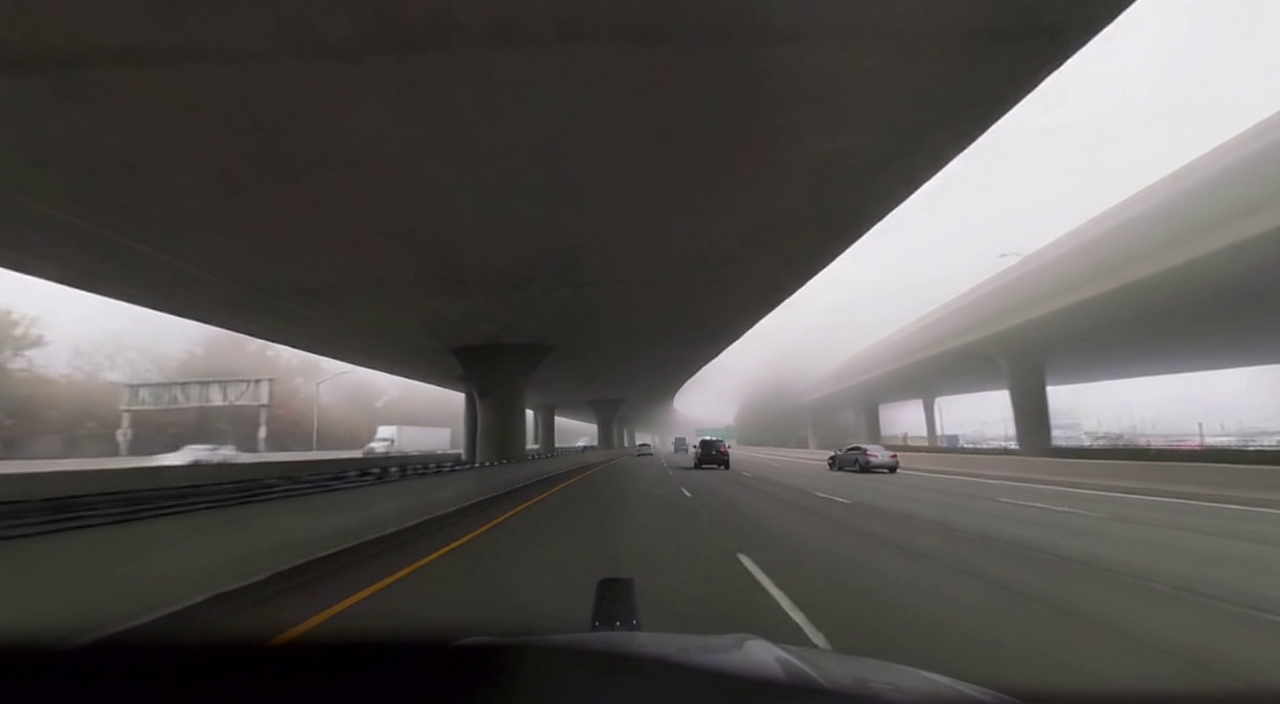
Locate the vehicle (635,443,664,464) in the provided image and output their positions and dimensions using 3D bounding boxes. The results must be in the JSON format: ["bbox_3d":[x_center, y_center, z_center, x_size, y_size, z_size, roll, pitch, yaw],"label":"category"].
[{"bbox_3d":[0.714,7.635,47.569,2.046,1.475,3.784,0,-9,1],"label":"vehicle"}]

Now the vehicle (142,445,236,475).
[{"bbox_3d":[-23.777,5.717,33.543,1.740,1.468,4.371,0,-9,1],"label":"vehicle"}]

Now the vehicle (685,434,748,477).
[{"bbox_3d":[3.399,4.751,29.208,2.226,1.779,4.835,0,-9,-1],"label":"vehicle"}]
